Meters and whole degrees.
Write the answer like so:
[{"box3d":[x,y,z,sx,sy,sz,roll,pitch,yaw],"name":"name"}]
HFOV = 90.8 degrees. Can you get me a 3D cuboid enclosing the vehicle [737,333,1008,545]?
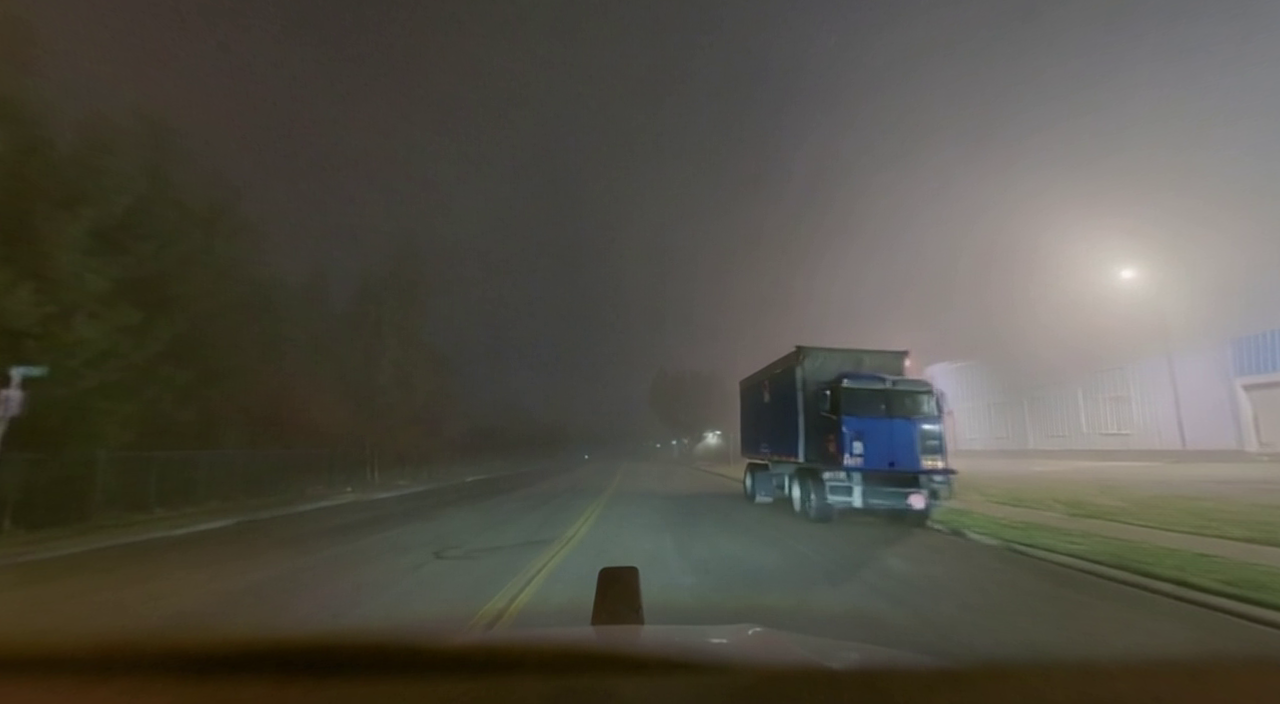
[{"box3d":[4.097,1.804,13.050,3.019,3.303,6.252,0,-9,-1],"name":"vehicle"}]
